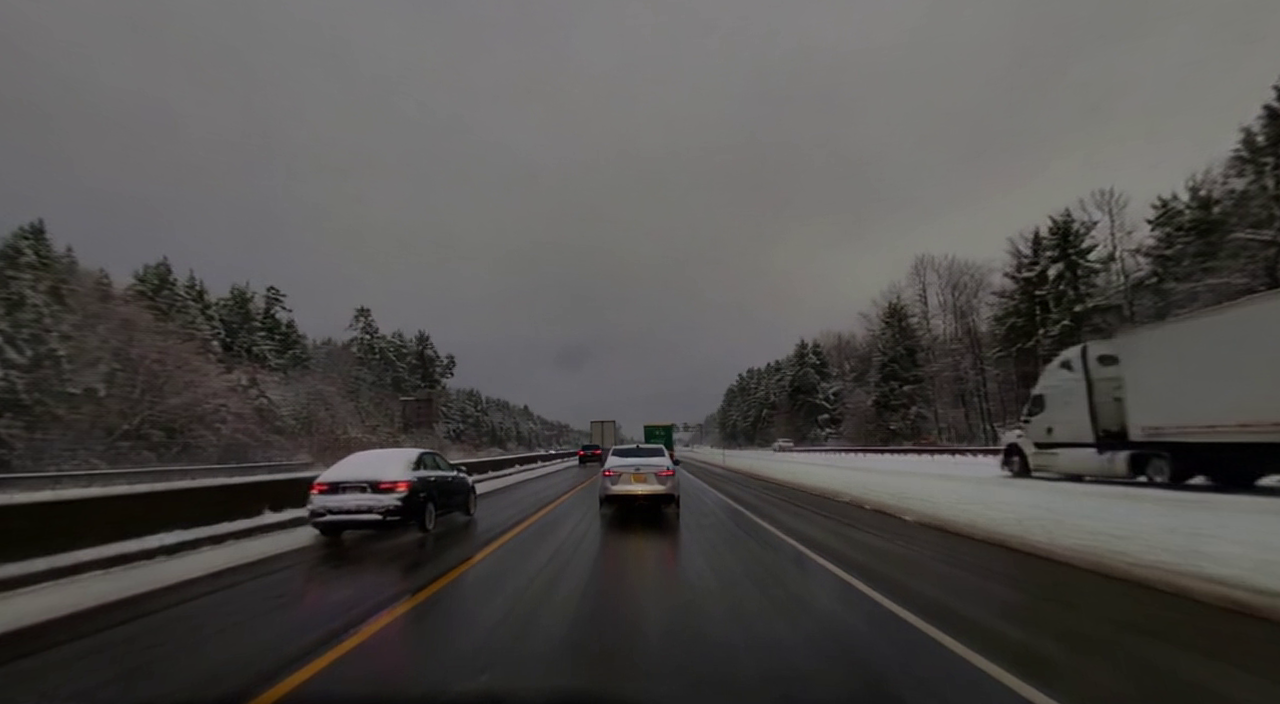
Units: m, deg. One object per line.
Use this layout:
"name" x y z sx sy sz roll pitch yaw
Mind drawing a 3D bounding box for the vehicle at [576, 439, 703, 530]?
"vehicle" -0.013 2.460 12.249 2.057 1.449 3.931 0 -9 0

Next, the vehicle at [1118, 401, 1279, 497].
"vehicle" 11.089 1.736 11.259 1.892 1.504 4.000 0 -9 0

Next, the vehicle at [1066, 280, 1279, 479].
"vehicle" 14.734 0.581 13.157 2.825 4.085 12.815 0 -9 1

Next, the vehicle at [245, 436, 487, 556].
"vehicle" -4.026 2.178 10.249 1.929 1.509 4.331 0 -9 1

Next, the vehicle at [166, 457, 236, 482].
"vehicle" -27.045 7.233 38.910 1.691 1.381 3.503 0 -9 2
